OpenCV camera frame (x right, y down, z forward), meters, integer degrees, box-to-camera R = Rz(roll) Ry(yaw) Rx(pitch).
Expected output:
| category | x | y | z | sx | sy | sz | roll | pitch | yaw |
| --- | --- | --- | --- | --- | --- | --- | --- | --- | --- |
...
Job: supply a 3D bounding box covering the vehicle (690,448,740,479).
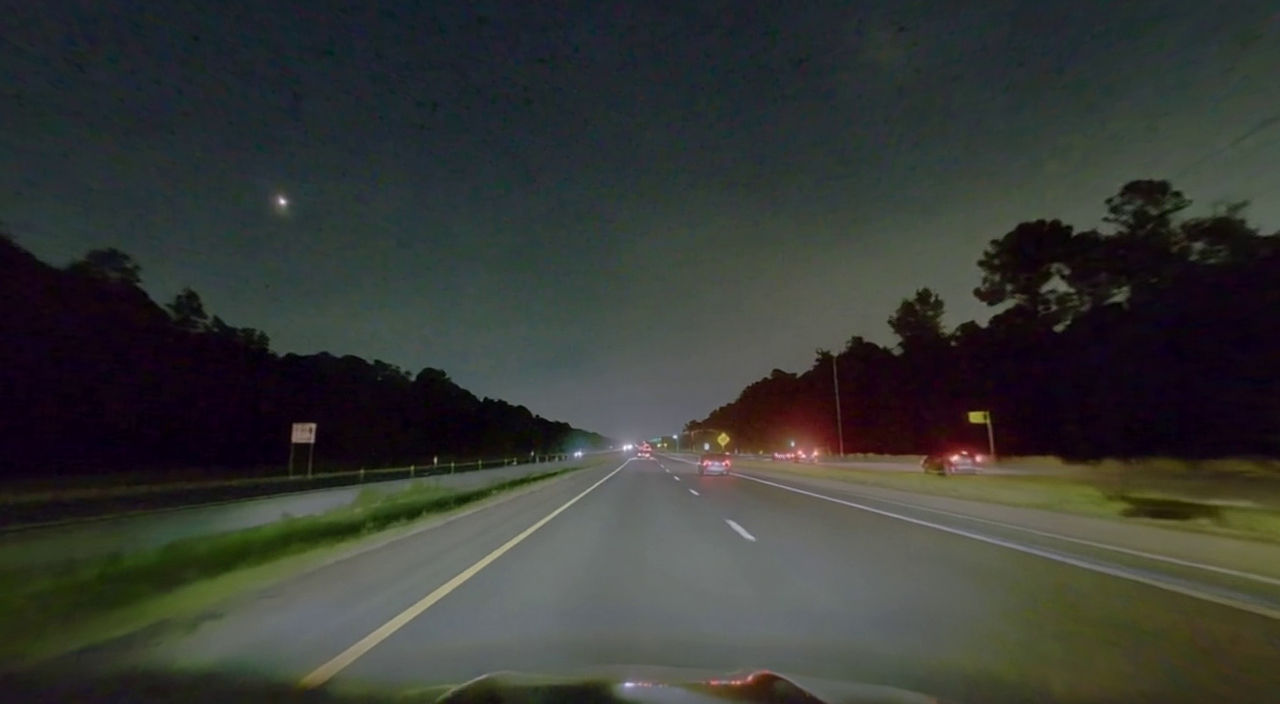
| category | x | y | z | sx | sy | sz | roll | pitch | yaw |
| --- | --- | --- | --- | --- | --- | --- | --- | --- | --- |
| vehicle | 3.922 | 5.899 | 33.580 | 2.115 | 1.522 | 4.330 | 0 | -9 | 0 |
